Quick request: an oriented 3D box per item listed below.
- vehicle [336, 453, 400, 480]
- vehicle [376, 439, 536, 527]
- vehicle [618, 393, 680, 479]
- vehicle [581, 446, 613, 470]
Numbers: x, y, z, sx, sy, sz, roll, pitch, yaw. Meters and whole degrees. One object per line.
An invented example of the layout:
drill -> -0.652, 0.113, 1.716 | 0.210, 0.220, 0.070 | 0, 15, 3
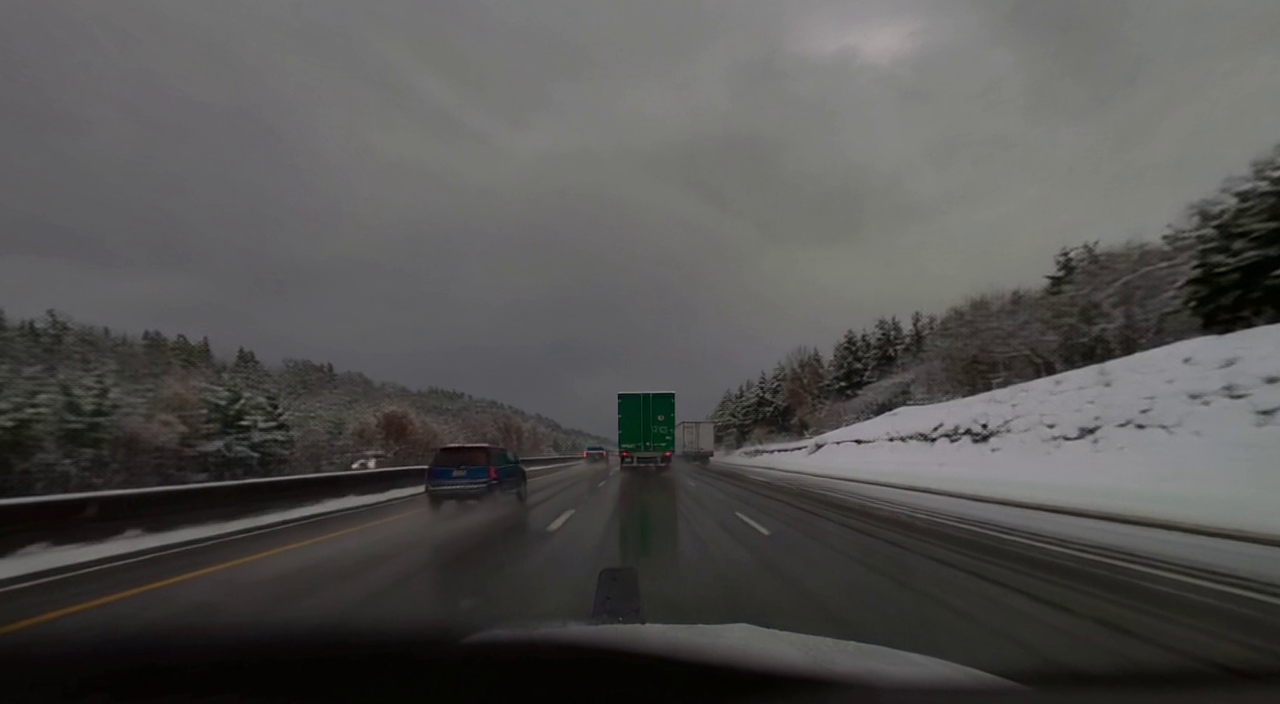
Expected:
vehicle -> -18.258, 7.684, 42.621 | 2.015, 1.655, 5.025 | 0, -9, 1
vehicle -> -3.572, 2.613, 13.125 | 2.050, 1.517, 3.996 | 0, -9, 1
vehicle -> 0.417, 4.801, 35.287 | 2.932, 4.042, 11.054 | 0, -9, 0
vehicle -> -3.225, 8.110, 48.421 | 2.173, 1.657, 4.401 | 0, -9, -1
